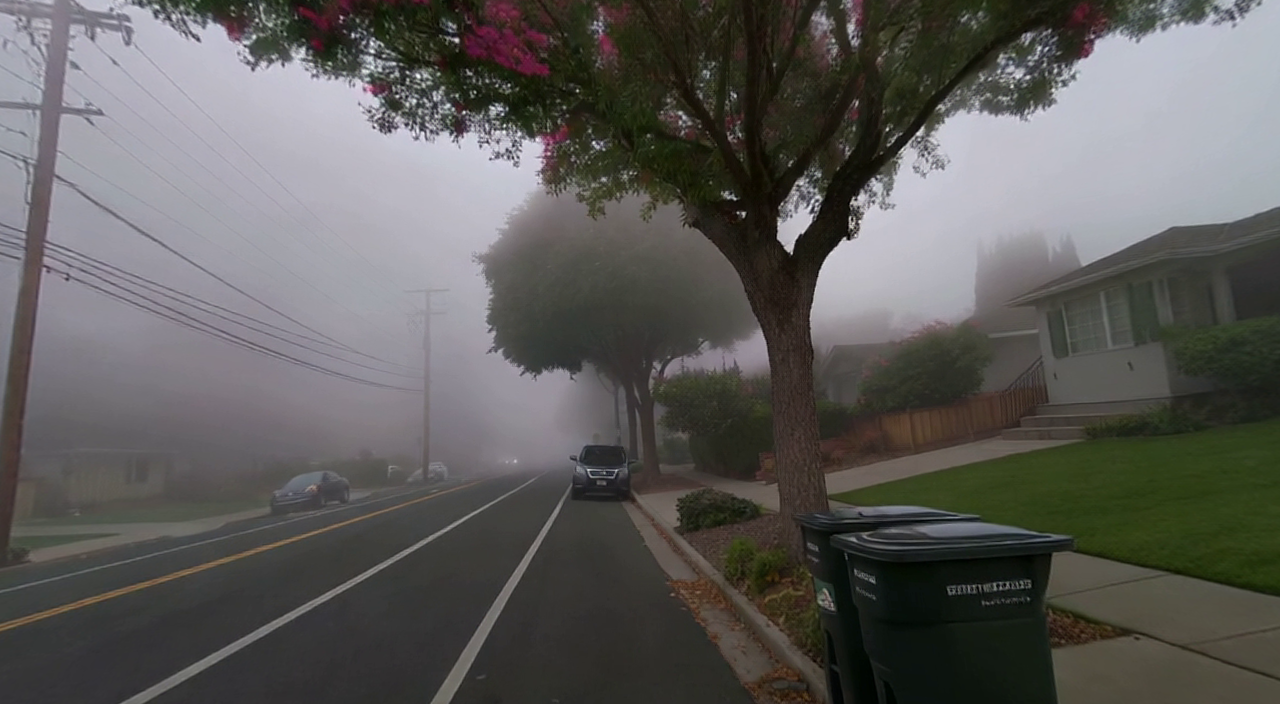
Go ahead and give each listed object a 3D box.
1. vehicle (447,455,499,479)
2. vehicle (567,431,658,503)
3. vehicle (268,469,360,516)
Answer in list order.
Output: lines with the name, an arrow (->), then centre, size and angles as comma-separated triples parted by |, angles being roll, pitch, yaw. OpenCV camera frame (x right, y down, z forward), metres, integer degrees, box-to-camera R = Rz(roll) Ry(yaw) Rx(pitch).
vehicle -> -12.970, 8.891, 48.934 | 2.218, 1.679, 4.723 | 6, -11, -37
vehicle -> -0.820, 3.080, 17.386 | 2.190, 1.708, 4.115 | 0, -8, -4
vehicle -> -13.769, 5.917, 26.986 | 1.982, 1.660, 4.142 | 1, -8, -6
